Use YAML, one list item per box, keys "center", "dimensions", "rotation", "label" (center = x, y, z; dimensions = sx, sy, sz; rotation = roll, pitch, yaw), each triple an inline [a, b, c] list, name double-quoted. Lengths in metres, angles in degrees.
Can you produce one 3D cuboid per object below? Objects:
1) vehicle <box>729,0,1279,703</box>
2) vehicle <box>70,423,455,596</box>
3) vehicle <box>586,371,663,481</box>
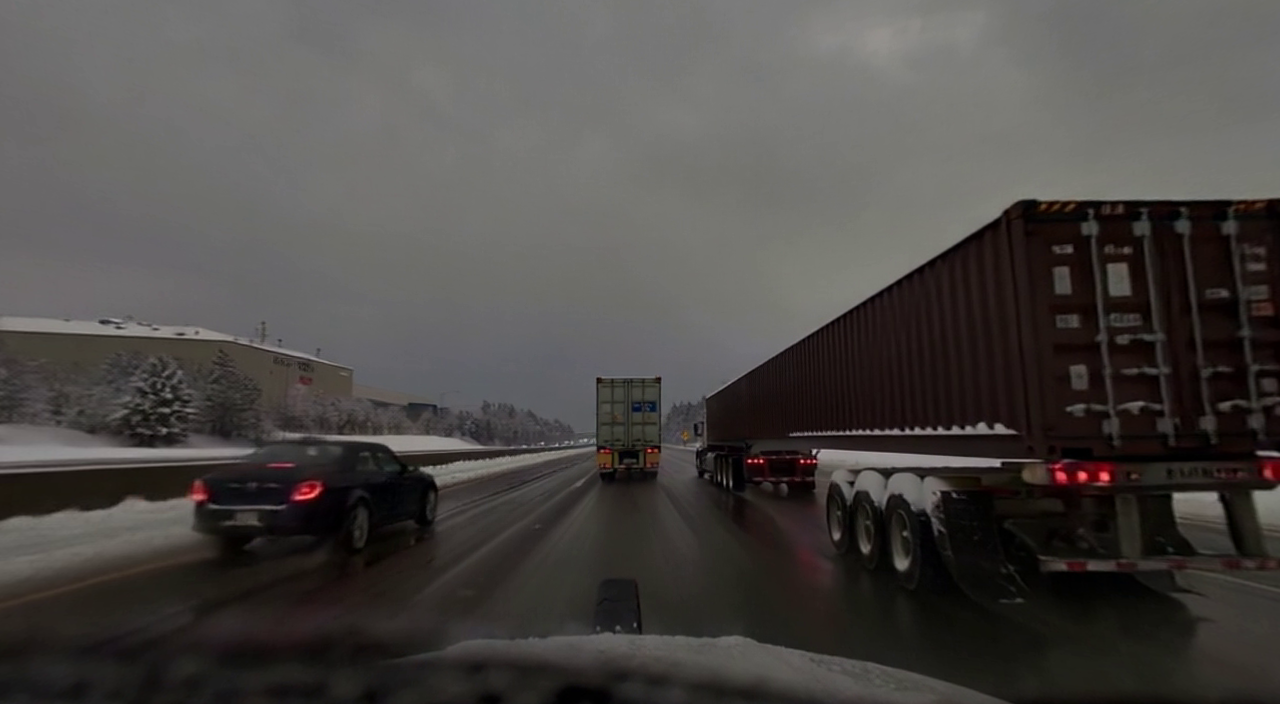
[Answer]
- center: [3.801, 0.680, 9.667]
  dimensions: [2.803, 4.072, 12.744]
  rotation: [0, -9, -1]
  label: "vehicle"
- center: [-3.965, 1.717, 7.858]
  dimensions: [1.994, 1.471, 4.591]
  rotation: [0, -9, -1]
  label: "vehicle"
- center: [-0.519, 3.661, 29.822]
  dimensions: [2.841, 4.071, 12.046]
  rotation: [-1, -9, 1]
  label: "vehicle"
